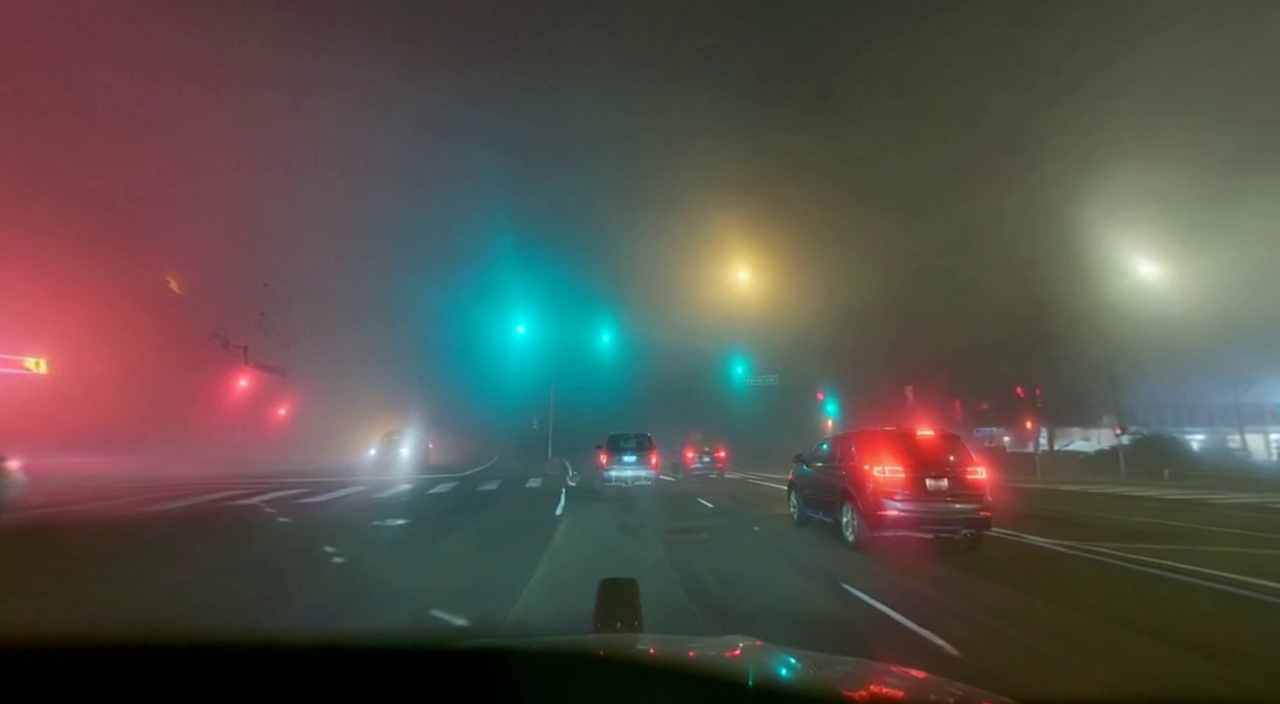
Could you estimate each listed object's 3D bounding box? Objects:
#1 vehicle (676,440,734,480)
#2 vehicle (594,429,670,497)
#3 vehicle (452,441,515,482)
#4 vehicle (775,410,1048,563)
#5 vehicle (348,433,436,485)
[{"bbox_3d":[2.766,4.698,27.634,1.800,1.592,3.658,1,-8,-6],"label":"vehicle"},{"bbox_3d":[-0.320,3.296,19.082,2.051,1.798,4.168,0,-8,-3],"label":"vehicle"},{"bbox_3d":[-6.325,4.456,25.942,1.987,1.505,4.337,1,-8,-7],"label":"vehicle"},{"bbox_3d":[3.603,1.863,9.430,2.000,1.745,4.206,0,-8,-3],"label":"vehicle"},{"bbox_3d":[-9.219,3.987,23.834,1.992,1.755,4.283,1,-8,-6],"label":"vehicle"}]
